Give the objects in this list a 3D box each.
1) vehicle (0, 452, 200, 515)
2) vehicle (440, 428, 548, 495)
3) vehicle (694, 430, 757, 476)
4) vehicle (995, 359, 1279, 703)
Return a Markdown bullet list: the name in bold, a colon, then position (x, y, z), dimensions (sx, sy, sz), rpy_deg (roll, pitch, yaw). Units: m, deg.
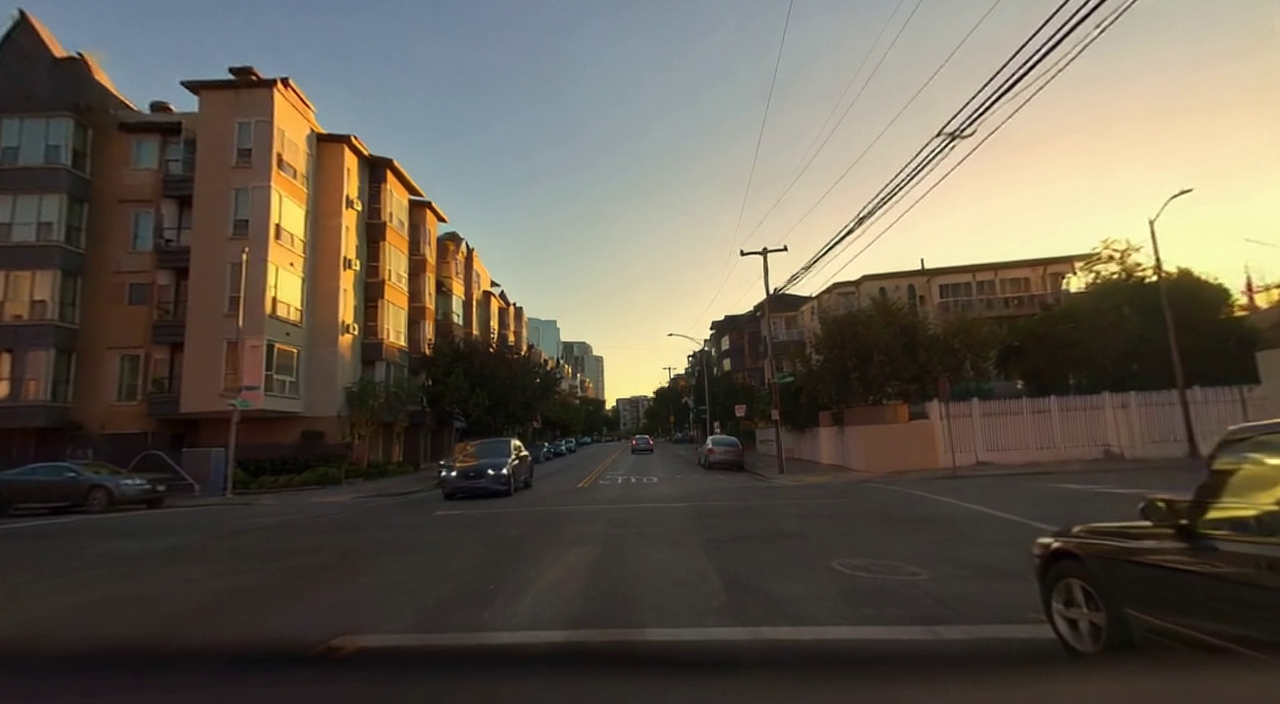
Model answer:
- **vehicle**: position (-17.293, 4.085, 19.827), dimensions (5.354, 1.773, 1.991), rpy_deg (0, -9, 0)
- **vehicle**: position (-4.382, 3.386, 19.827), dimensions (2.201, 1.801, 4.750), rpy_deg (-1, -9, 0)
- **vehicle**: position (3.695, 4.480, 28.096), dimensions (2.164, 1.721, 4.416), rpy_deg (-4, -9, 1)
- **vehicle**: position (3.487, 0.849, 2.249), dimensions (1.994, 1.697, 4.274), rpy_deg (-1, -8, 1)
